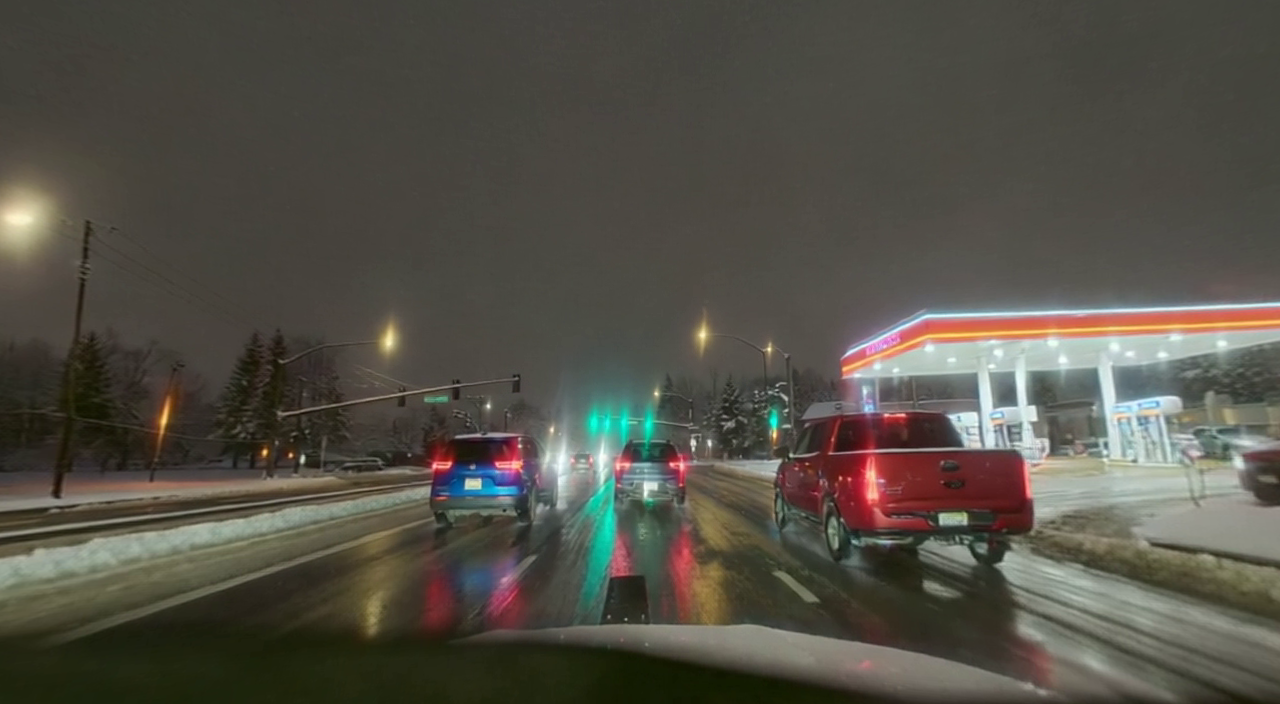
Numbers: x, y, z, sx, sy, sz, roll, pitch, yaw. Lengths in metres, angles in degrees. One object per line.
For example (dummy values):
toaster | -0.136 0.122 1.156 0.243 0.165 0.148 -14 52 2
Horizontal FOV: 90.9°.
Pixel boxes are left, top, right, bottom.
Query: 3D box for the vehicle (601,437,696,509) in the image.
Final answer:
vehicle | 0.164 3.110 16.678 2.181 1.650 4.083 0 -8 -1

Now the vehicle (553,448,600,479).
vehicle | -3.267 5.812 33.146 1.954 1.497 4.078 0 -8 1

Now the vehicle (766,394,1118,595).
vehicle | 3.362 1.725 8.629 2.161 1.868 5.321 0 -8 0

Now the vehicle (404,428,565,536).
vehicle | -2.788 2.437 12.444 2.019 1.731 4.299 0 -8 1

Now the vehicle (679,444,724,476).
vehicle | 3.466 6.178 36.386 2.122 1.745 4.337 0 -8 0
